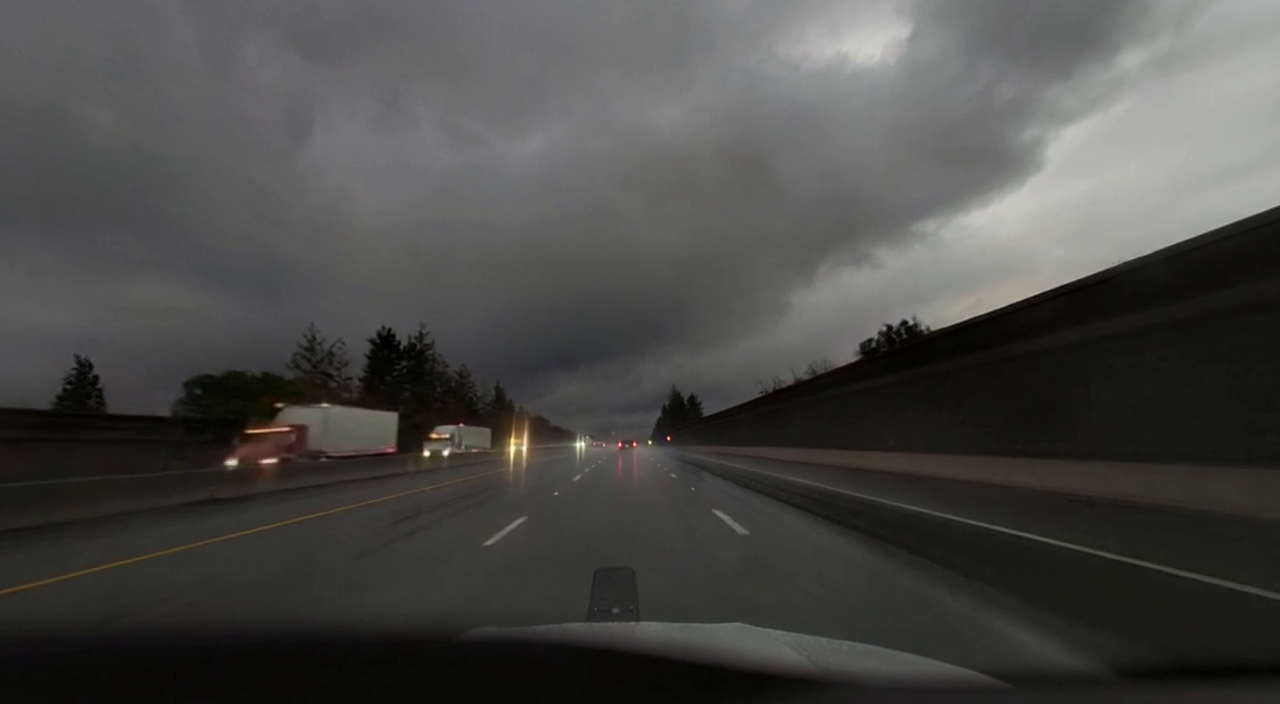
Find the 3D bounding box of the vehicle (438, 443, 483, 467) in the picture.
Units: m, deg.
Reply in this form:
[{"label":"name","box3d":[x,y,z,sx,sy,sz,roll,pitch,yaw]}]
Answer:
[{"label":"vehicle","box3d":[-12.255,7.036,43.186,1.875,1.470,4.357,0,-8,-1]}]

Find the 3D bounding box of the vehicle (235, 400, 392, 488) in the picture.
[{"label":"vehicle","box3d":[-16.129,4.673,32.314,2.970,3.779,9.719,0,-8,-1]}]
